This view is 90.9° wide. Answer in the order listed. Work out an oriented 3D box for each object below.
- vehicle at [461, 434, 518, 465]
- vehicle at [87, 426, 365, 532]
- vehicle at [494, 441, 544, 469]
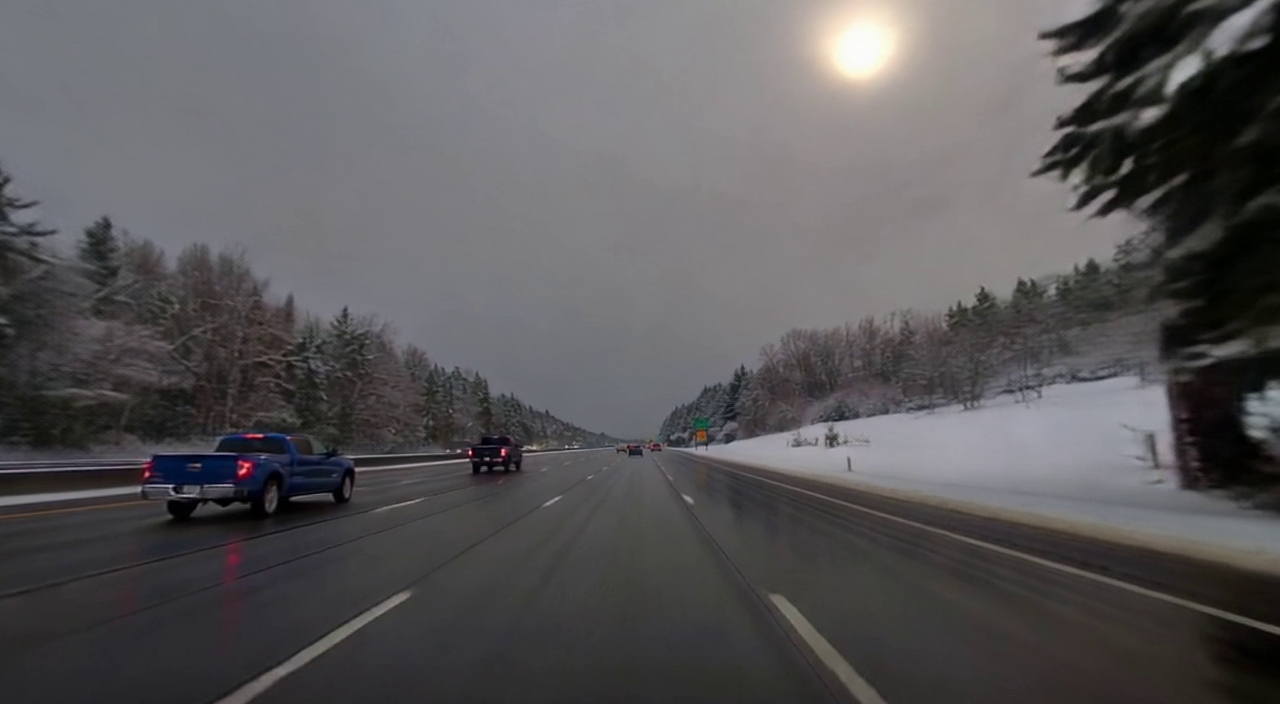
[{"bbox_3d":[-10.294,6.727,43.606,2.347,1.984,5.778,0,-8,2],"label":"vehicle"},{"bbox_3d":[-7.219,2.241,11.803,1.965,1.567,4.686,0,-8,1],"label":"vehicle"},{"bbox_3d":[-6.812,5.858,36.017,1.919,1.499,4.234,0,-8,1],"label":"vehicle"}]
